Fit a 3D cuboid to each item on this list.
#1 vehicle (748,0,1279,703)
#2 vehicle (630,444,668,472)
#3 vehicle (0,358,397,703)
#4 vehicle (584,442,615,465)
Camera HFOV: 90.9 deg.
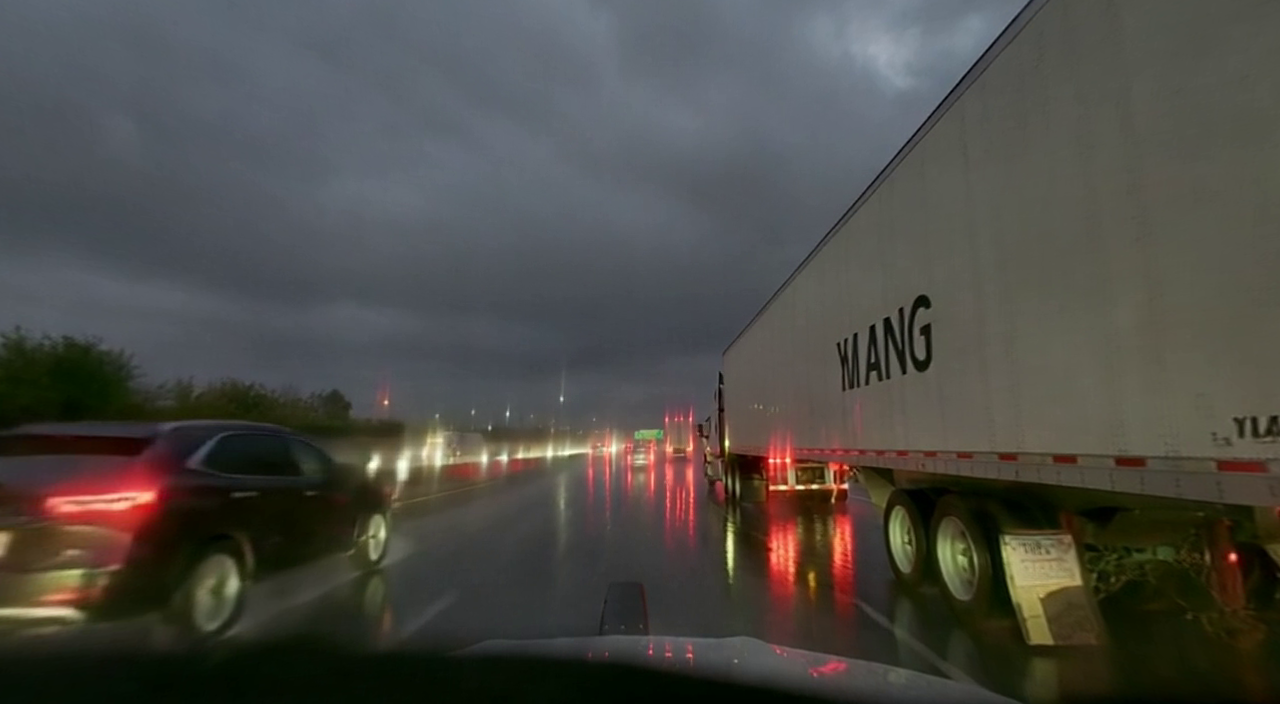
[{"bbox_3d":[3.894,0.435,8.175,2.821,4.077,12.562,0,-9,0],"label":"vehicle"},{"bbox_3d":[0.463,5.980,35.832,2.063,1.469,4.208,0,-9,0],"label":"vehicle"},{"bbox_3d":[-3.787,1.165,4.469,2.091,1.722,4.974,0,-9,1],"label":"vehicle"},{"bbox_3d":[-3.091,7.908,49.247,2.058,1.711,4.226,0,-9,1],"label":"vehicle"}]
